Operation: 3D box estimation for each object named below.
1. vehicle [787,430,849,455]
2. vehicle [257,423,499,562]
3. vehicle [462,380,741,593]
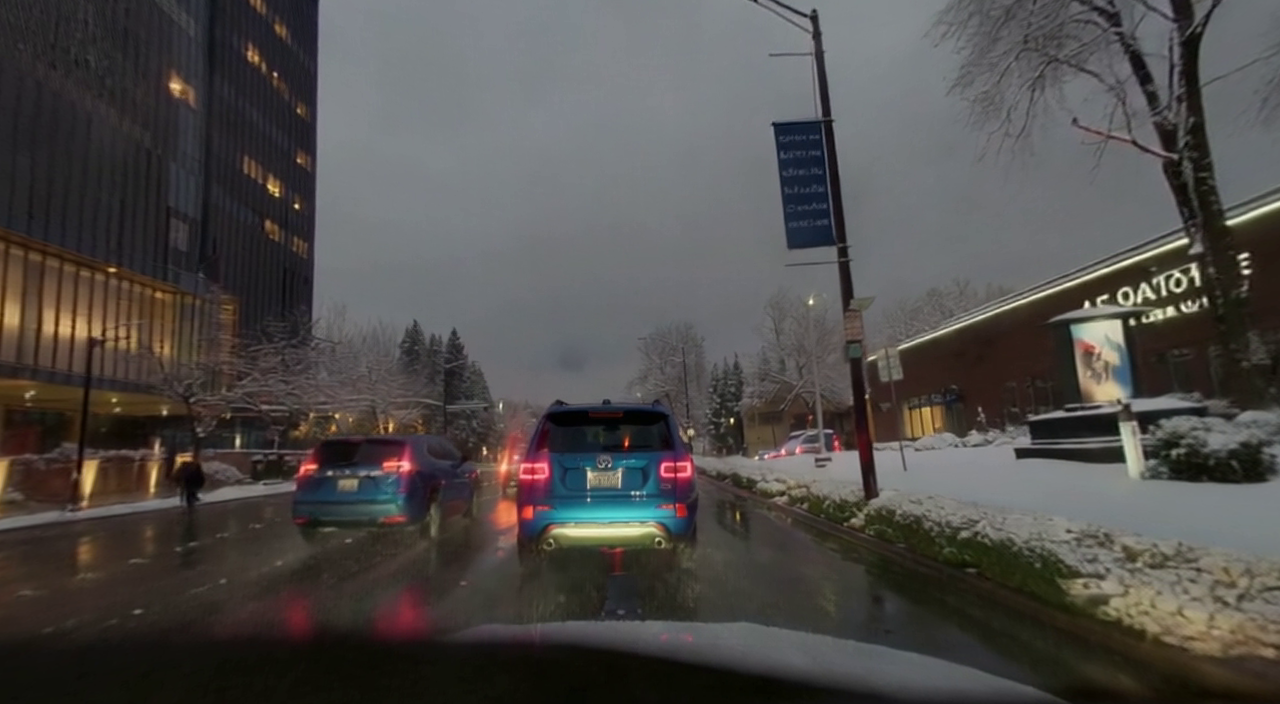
[{"bbox_3d":[10.610,5.377,37.505,1.877,1.416,3.965,-8,-11,43],"label":"vehicle"},{"bbox_3d":[-3.689,2.033,9.961,1.971,1.658,4.428,0,-8,-1],"label":"vehicle"},{"bbox_3d":[-0.416,1.543,8.062,2.531,1.930,4.382,0,-8,-2],"label":"vehicle"}]
